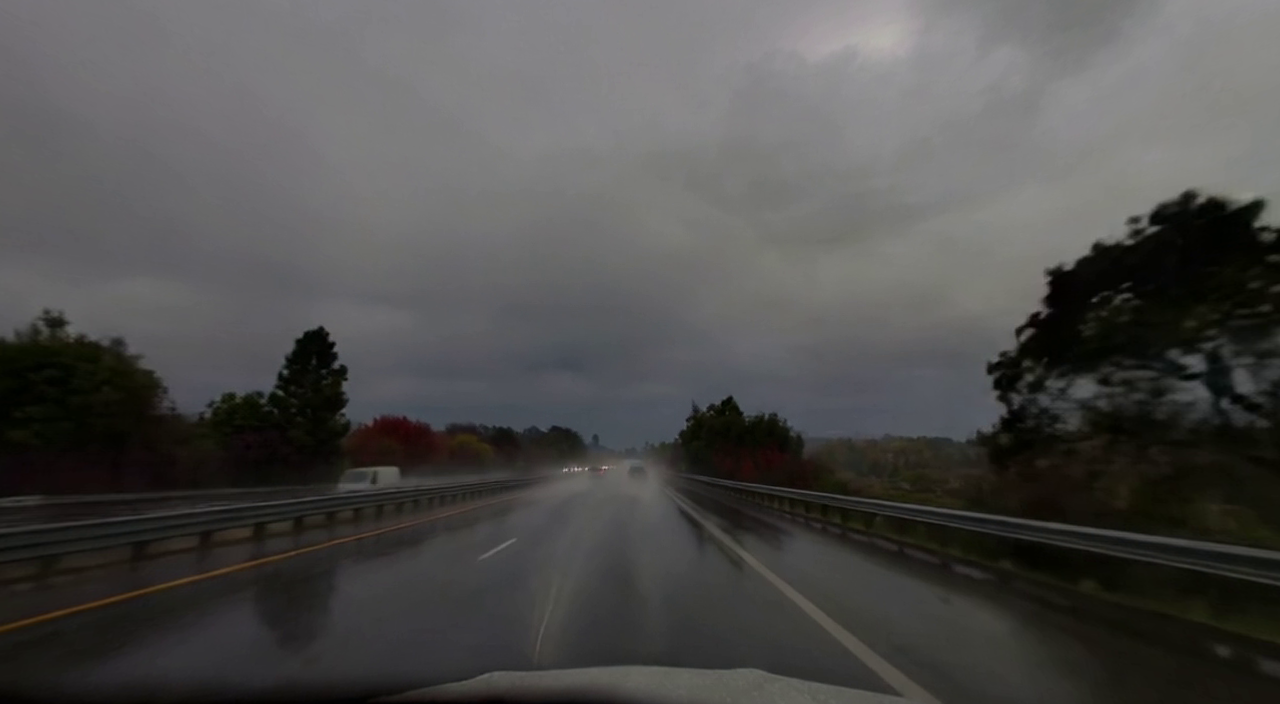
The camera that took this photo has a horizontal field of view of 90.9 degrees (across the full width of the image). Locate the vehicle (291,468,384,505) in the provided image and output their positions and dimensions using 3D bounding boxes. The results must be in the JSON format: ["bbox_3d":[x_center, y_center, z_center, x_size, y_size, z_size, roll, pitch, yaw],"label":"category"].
[{"bbox_3d":[-13.056,5.819,27.506,1.836,1.402,4.361,1,-11,0],"label":"vehicle"}]
